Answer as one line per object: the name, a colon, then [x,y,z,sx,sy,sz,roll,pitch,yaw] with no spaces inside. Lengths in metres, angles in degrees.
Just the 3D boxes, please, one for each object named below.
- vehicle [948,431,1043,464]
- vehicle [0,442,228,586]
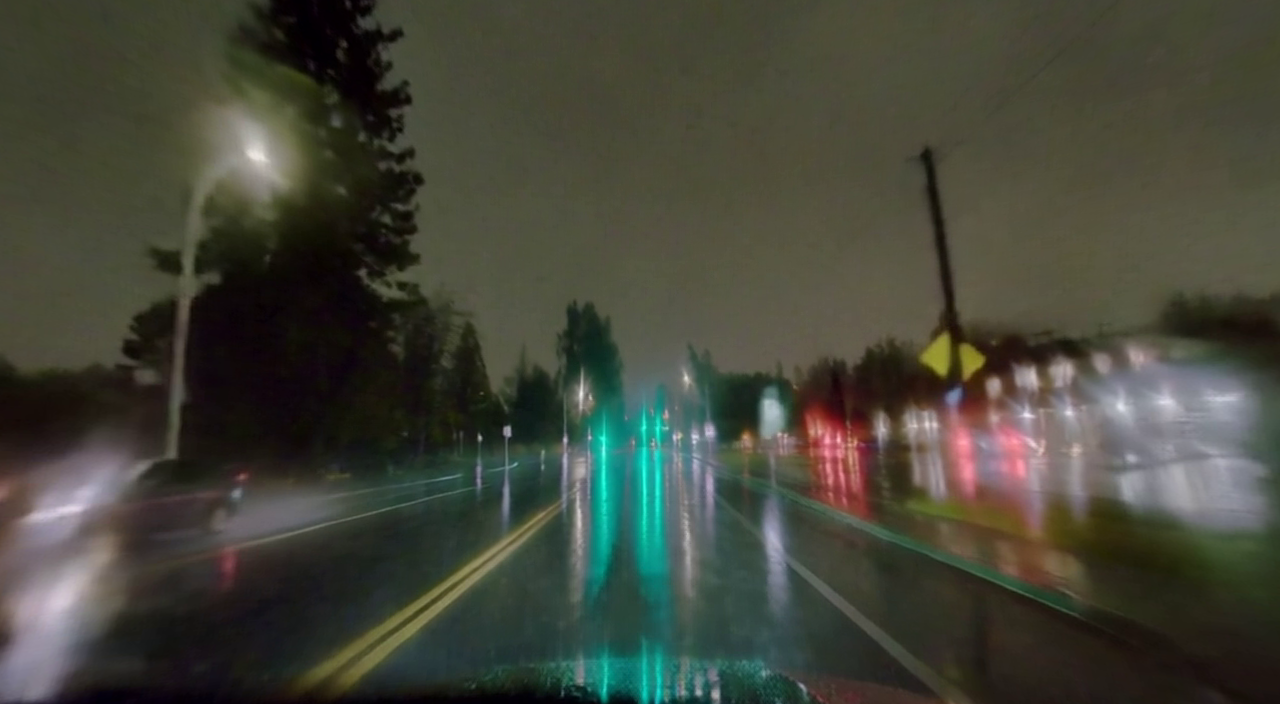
vehicle: [20.336,5.482,36.221,4.151,1.730,2.131,0,-9,4]
vehicle: [-7.981,2.065,8.478,1.864,1.442,4.269,-3,-6,3]
